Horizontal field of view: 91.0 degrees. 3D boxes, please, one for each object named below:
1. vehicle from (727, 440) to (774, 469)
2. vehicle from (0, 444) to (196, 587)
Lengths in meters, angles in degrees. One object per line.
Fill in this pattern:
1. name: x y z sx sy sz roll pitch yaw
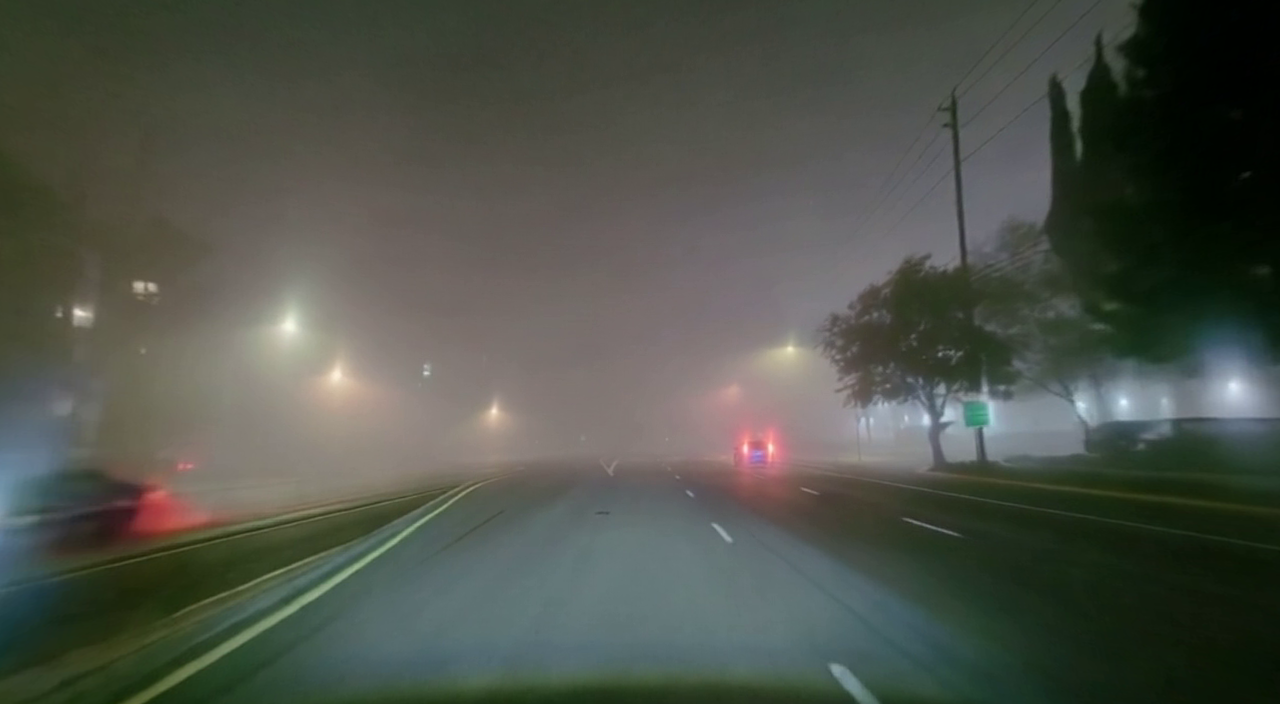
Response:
1. vehicle: 5.993 5.597 34.567 1.908 1.476 3.880 0 -9 0
2. vehicle: -9.345 2.309 9.340 2.041 1.829 4.797 0 -9 -1
